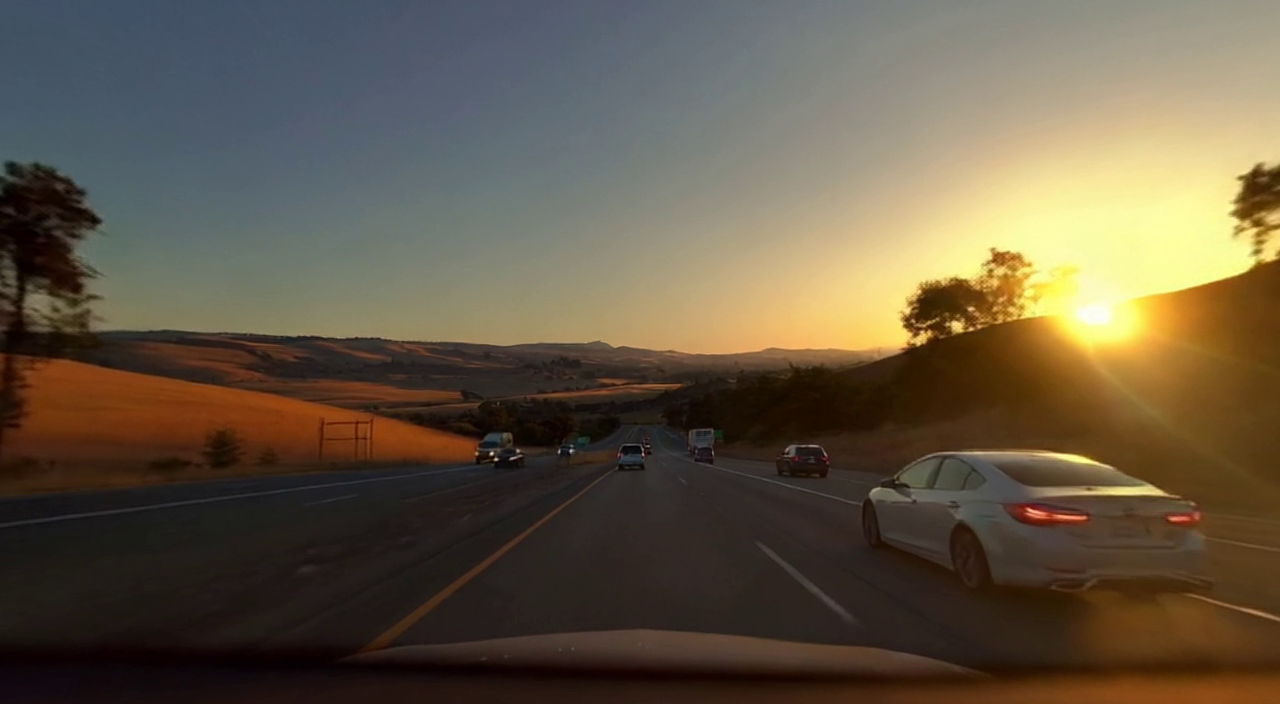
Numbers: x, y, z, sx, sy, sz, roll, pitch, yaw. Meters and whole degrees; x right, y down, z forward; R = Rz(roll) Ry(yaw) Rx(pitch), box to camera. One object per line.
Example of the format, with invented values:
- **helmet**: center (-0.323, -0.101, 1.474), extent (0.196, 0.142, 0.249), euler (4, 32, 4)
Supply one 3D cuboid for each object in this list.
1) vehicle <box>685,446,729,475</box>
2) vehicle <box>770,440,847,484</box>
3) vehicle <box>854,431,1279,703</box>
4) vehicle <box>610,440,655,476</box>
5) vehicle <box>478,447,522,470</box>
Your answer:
- **vehicle**: center (3.753, 6.132, 35.875), extent (2.047, 1.540, 4.294), euler (0, -9, 0)
- **vehicle**: center (6.890, 4.545, 26.257), extent (1.975, 1.650, 4.257), euler (1, -9, 0)
- **vehicle**: center (3.480, 1.459, 5.219), extent (2.004, 1.471, 4.032), euler (0, -9, 0)
- **vehicle**: center (-0.332, 5.420, 32.381), extent (2.142, 1.724, 4.344), euler (0, -9, 1)
- **vehicle**: center (-10.193, 7.753, 46.085), extent (1.965, 1.542, 4.905), euler (0, -9, 2)
